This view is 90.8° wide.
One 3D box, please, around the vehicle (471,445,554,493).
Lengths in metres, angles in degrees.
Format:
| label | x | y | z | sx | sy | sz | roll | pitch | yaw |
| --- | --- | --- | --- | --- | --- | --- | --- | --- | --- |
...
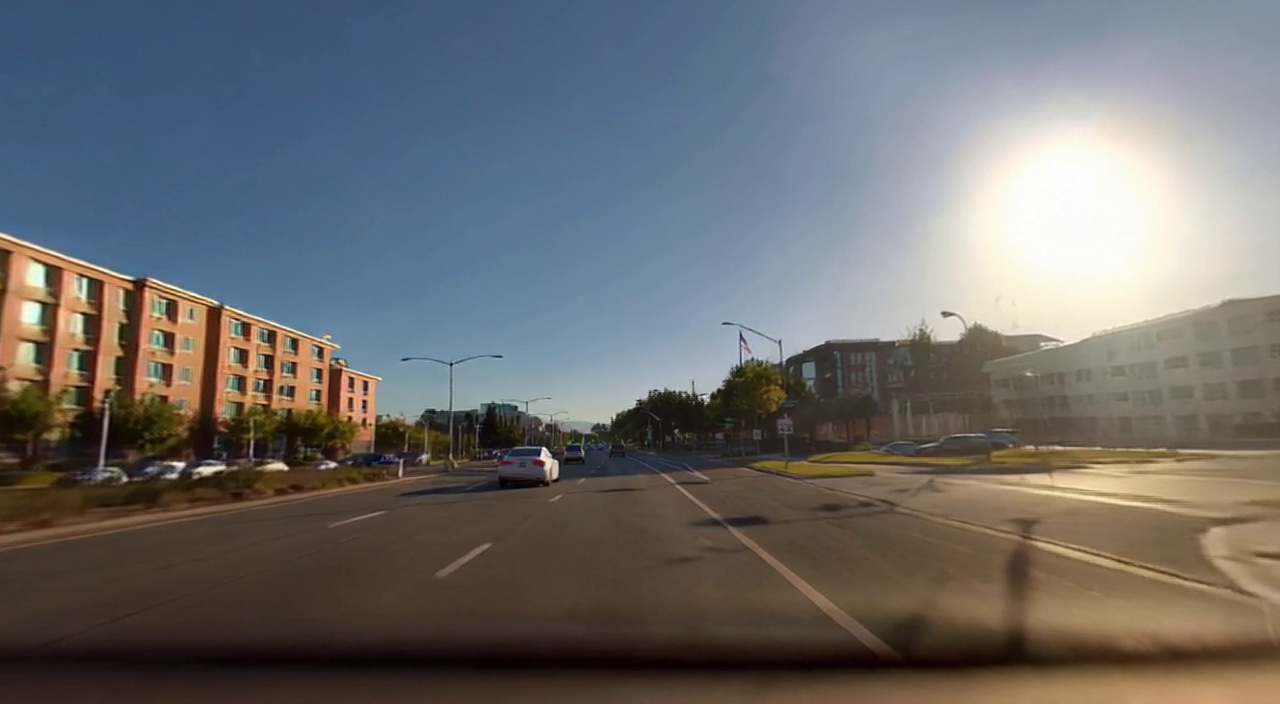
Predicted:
| label | x | y | z | sx | sy | sz | roll | pitch | yaw |
| --- | --- | --- | --- | --- | --- | --- | --- | --- | --- |
| vehicle | -4.279 | 3.967 | 21.953 | 2.025 | 1.474 | 4.292 | 0 | -8 | 0 |

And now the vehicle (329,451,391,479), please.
| label | x | y | z | sx | sy | sz | roll | pitch | yaw |
| --- | --- | --- | --- | --- | --- | --- | --- | --- | --- |
| vehicle | -19.236 | 7.739 | 43.658 | 2.121 | 1.682 | 4.696 | -2 | -8 | 1 |

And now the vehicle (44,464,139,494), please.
| label | x | y | z | sx | sy | sz | roll | pitch | yaw |
| --- | --- | --- | --- | --- | --- | --- | --- | --- | --- |
| vehicle | -33.274 | 7.710 | 38.531 | 1.885 | 1.538 | 4.642 | 0 | -8 | -4 |

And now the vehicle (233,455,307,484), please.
| label | x | y | z | sx | sy | sz | roll | pitch | yaw |
| --- | --- | --- | --- | --- | --- | --- | --- | --- | --- |
| vehicle | -22.982 | 7.310 | 39.458 | 1.891 | 1.625 | 4.366 | 0 | -8 | 1 |
